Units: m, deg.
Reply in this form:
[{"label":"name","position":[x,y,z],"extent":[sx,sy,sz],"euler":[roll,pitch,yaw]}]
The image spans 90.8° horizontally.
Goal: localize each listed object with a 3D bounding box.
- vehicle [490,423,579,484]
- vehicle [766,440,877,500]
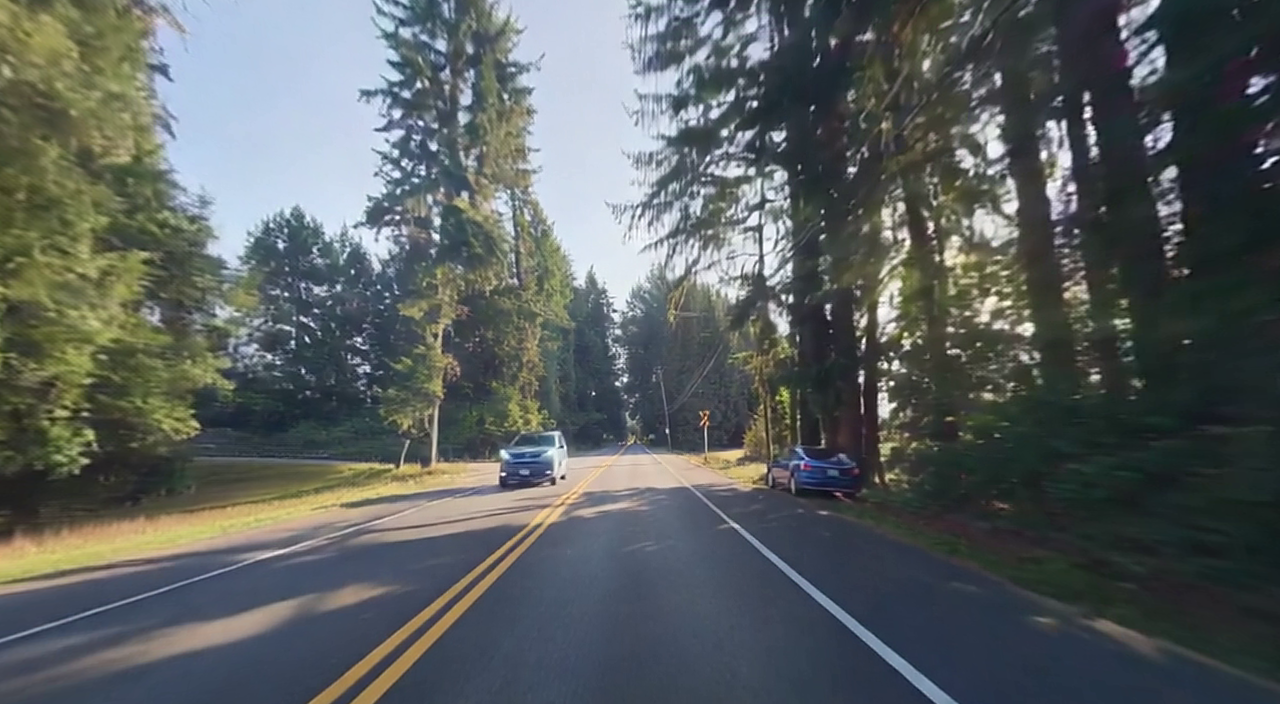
[{"label":"vehicle","position":[-3.220,3.214,20.209],"extent":[2.023,1.722,4.372],"euler":[0,-8,1]},{"label":"vehicle","position":[5.021,3.286,18.131],"extent":[1.905,1.482,4.240],"euler":[0,-8,0]}]
